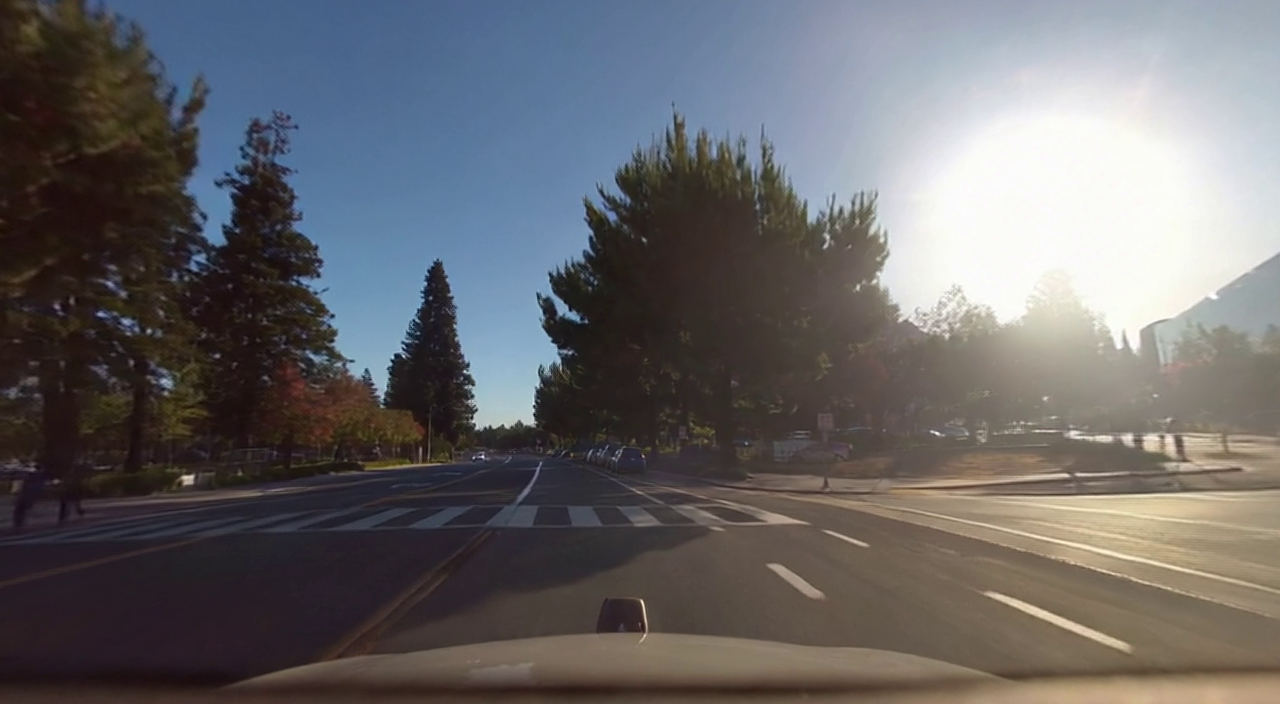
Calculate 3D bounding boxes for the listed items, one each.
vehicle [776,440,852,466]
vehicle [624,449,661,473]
[{"bbox_3d":[10.827,6.270,39.486,4.201,1.546,1.749,1,-8,-7],"label":"vehicle"},{"bbox_3d":[0.113,7.445,43.259,1.866,1.492,4.093,1,-9,-9],"label":"vehicle"}]
